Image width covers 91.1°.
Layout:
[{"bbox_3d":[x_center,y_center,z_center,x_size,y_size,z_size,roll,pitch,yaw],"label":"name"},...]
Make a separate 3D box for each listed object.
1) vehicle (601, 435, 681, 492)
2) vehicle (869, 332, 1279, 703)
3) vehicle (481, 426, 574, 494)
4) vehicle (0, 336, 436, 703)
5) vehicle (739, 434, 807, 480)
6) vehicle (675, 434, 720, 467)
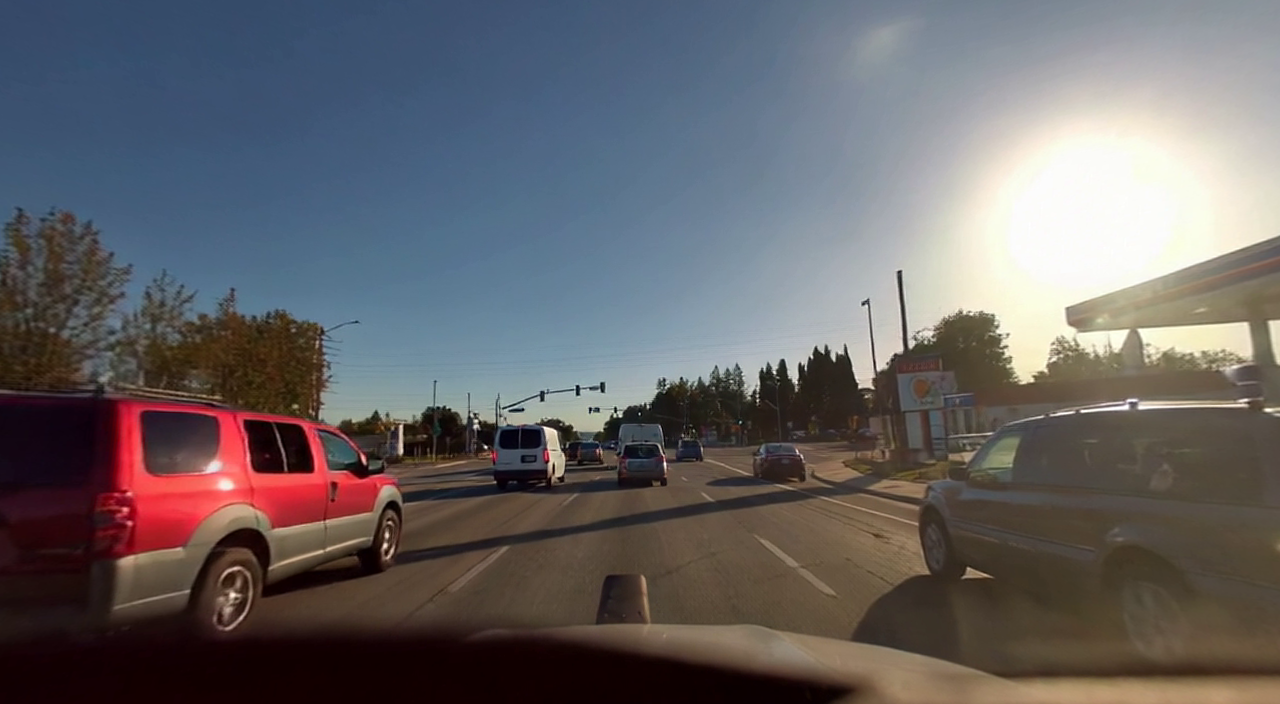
[{"bbox_3d":[0.059,3.772,21.793,2.426,1.703,5.602,0,-8,0],"label":"vehicle"},{"bbox_3d":[3.587,1.118,4.505,2.055,1.786,4.817,0,-8,0],"label":"vehicle"},{"bbox_3d":[-3.488,3.483,20.562,2.025,1.936,4.995,0,-8,1],"label":"vehicle"},{"bbox_3d":[-3.490,1.171,4.868,2.002,1.747,5.173,0,-8,1],"label":"vehicle"},{"bbox_3d":[5.349,4.283,25.841,2.119,1.696,4.623,-1,-8,5],"label":"vehicle"},{"bbox_3d":[3.326,5.854,37.415,2.193,1.795,5.130,0,-8,0],"label":"vehicle"}]
